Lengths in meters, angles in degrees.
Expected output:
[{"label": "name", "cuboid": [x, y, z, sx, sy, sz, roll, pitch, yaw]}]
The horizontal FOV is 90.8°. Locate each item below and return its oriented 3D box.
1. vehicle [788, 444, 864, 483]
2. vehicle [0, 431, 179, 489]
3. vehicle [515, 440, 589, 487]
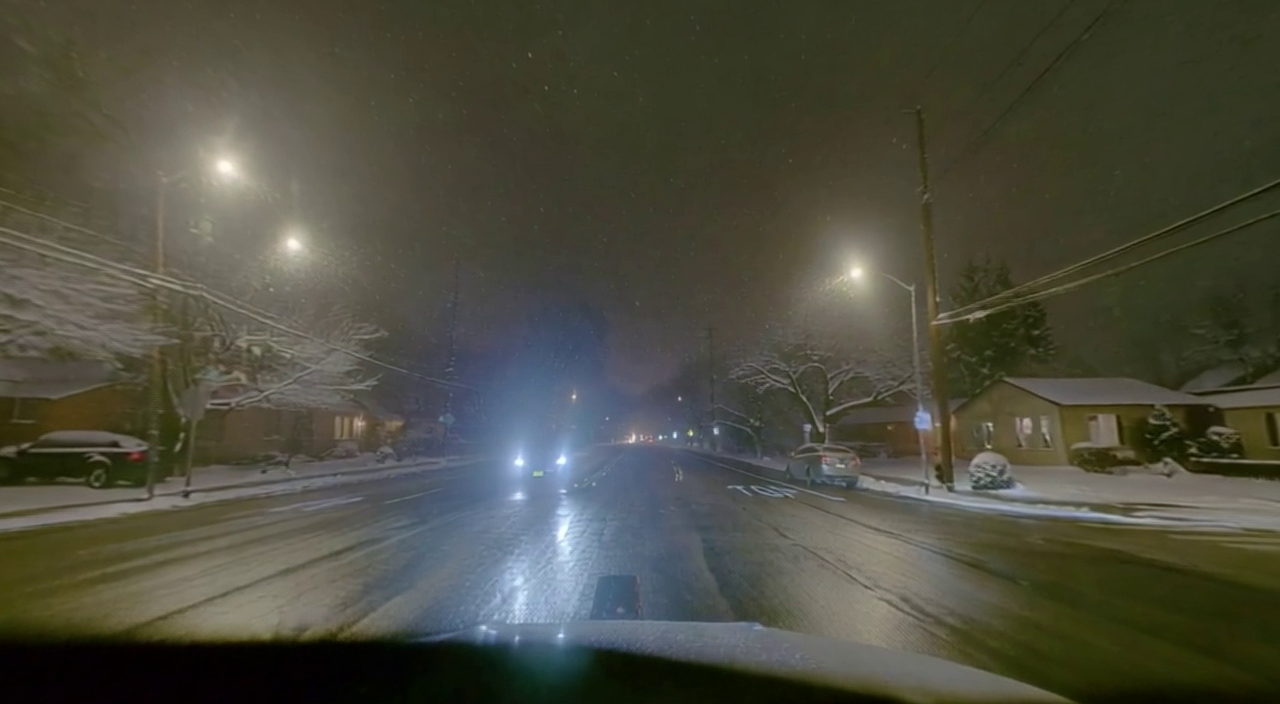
[{"label": "vehicle", "cuboid": [8.055, 4.857, 27.822, 2.029, 1.554, 4.705, 0, -9, 2]}, {"label": "vehicle", "cuboid": [-17.901, 3.420, 20.168, 4.743, 1.734, 1.994, 0, -9, -1]}, {"label": "vehicle", "cuboid": [-2.967, 3.858, 22.140, 2.014, 1.499, 3.999, 0, -9, 0]}]
